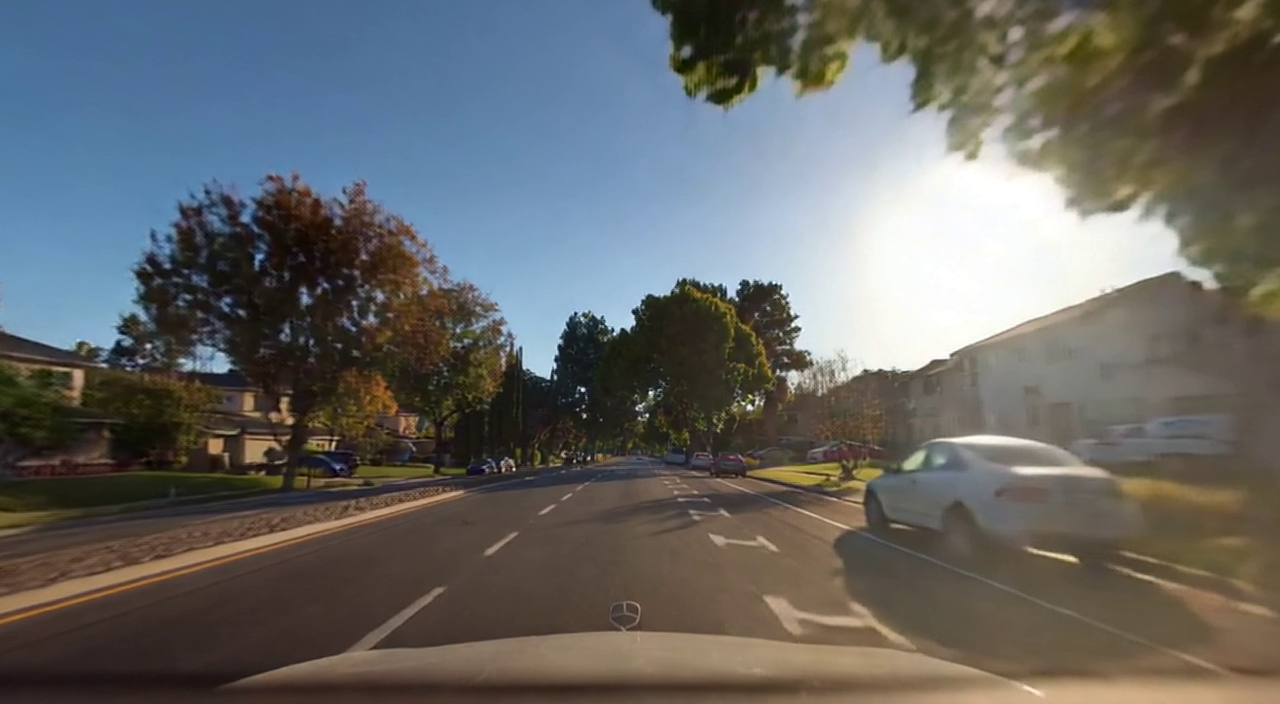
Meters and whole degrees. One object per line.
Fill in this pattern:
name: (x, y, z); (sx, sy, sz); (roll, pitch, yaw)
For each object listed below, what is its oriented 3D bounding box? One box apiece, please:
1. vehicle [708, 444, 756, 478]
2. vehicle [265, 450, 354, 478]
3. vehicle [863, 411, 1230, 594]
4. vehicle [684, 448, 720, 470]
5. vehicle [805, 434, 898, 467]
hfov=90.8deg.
vehicle: (4.777, 5.761, 33.310); (1.934, 1.546, 5.009); (2, -10, 2)
vehicle: (-20.934, 7.099, 40.125); (4.534, 1.536, 1.952); (1, -8, 0)
vehicle: (5.040, 1.905, 8.934); (2.082, 1.763, 4.718); (3, -9, 0)
vehicle: (4.653, 8.094, 47.883); (2.035, 1.498, 4.910); (0, -9, -2)
vehicle: (12.739, 5.999, 38.329); (4.850, 1.610, 1.980); (-5, -9, 3)
